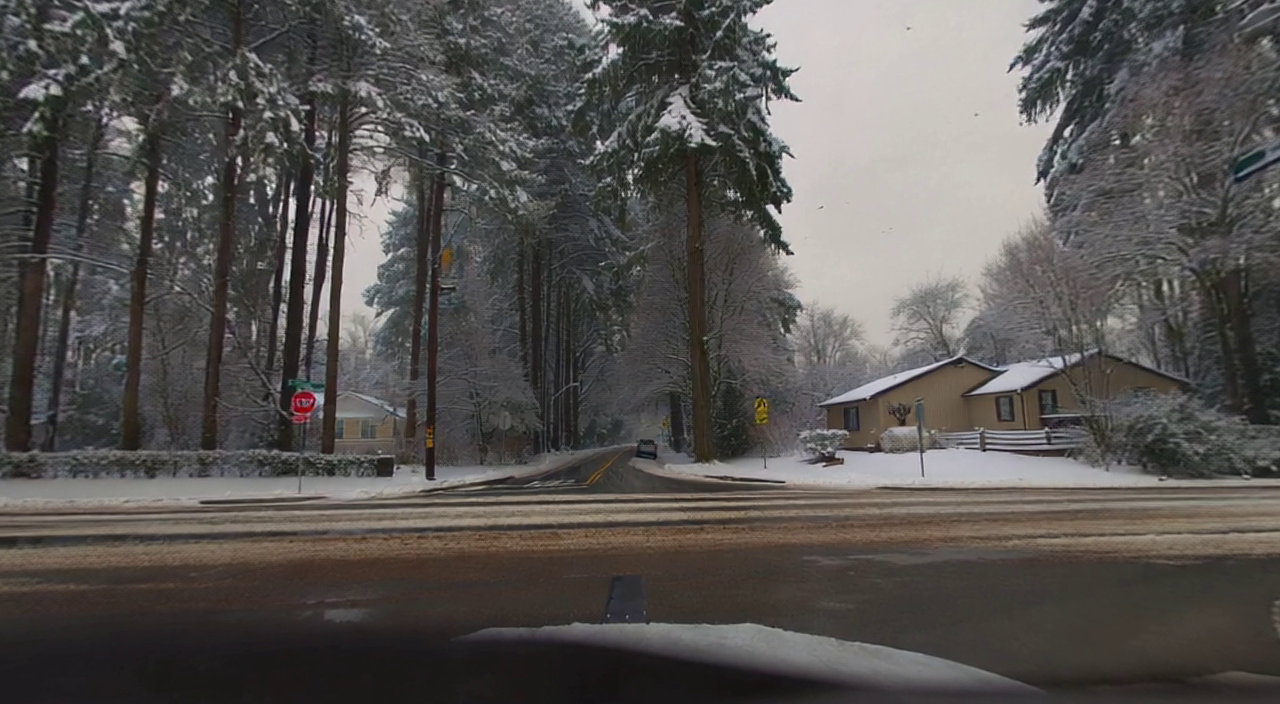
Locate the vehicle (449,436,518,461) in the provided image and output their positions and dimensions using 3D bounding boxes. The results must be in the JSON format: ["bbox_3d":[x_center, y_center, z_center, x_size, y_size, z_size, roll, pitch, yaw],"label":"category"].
[{"bbox_3d":[-11.678,7.207,47.244,4.622,1.782,1.836,0,-8,1],"label":"vehicle"}]
